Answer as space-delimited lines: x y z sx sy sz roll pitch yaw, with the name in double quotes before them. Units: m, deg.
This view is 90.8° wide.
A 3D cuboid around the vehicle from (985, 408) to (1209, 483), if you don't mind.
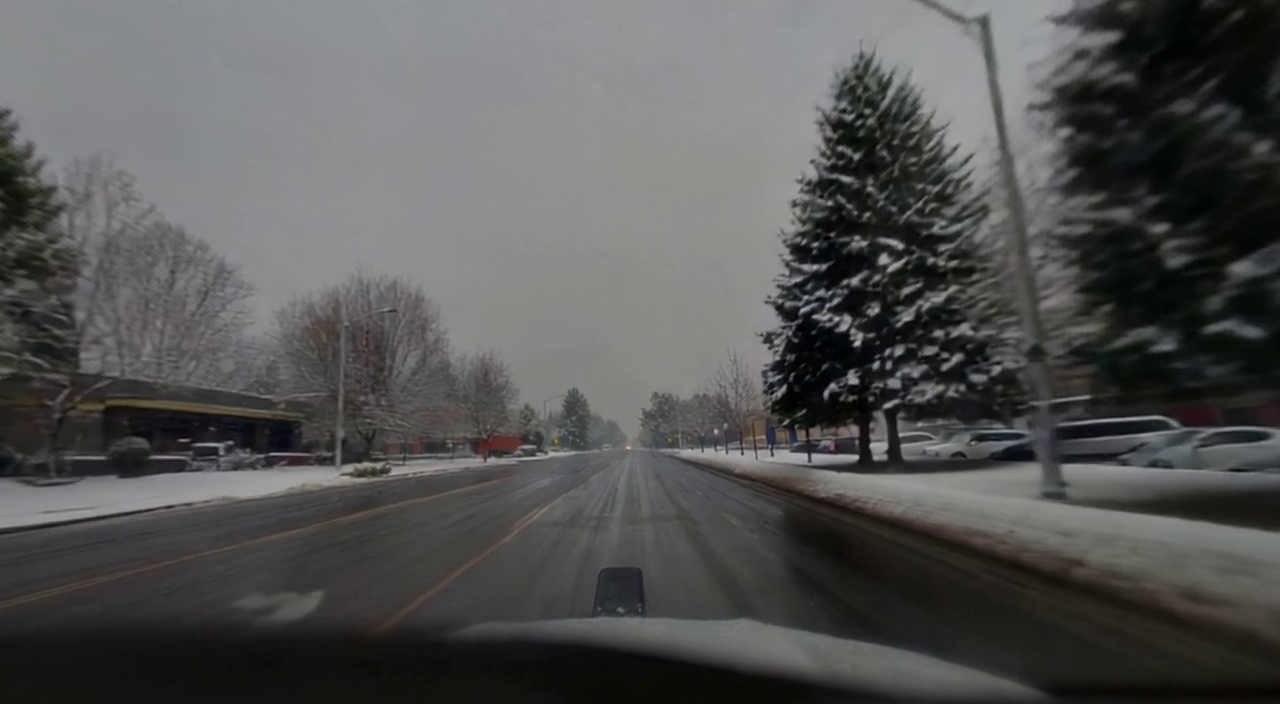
"vehicle" 15.665 3.236 21.948 5.797 2.052 2.329 -4 -9 0
